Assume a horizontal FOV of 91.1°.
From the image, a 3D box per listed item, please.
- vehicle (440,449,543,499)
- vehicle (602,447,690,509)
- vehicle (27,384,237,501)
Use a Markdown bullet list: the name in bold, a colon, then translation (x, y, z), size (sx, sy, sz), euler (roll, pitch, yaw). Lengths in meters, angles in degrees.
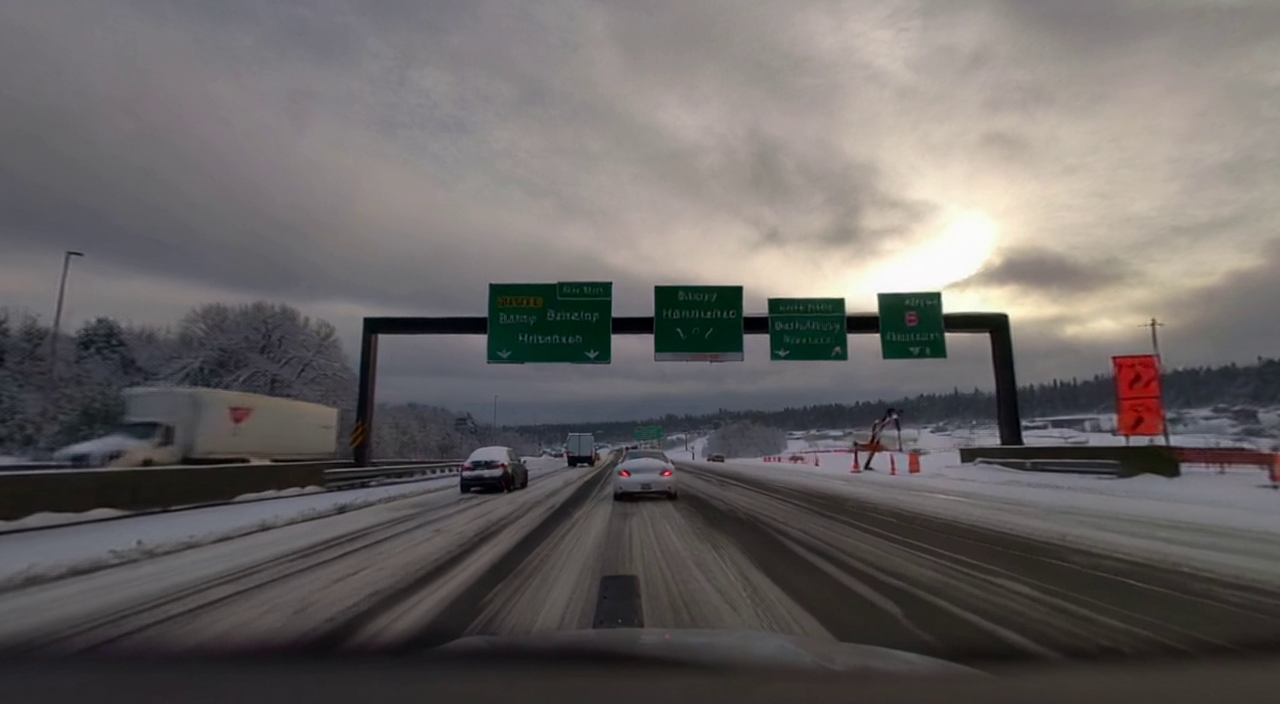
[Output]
- **vehicle**: translation (-4.634, 3.860, 20.259), size (2.063, 1.417, 4.000), euler (-1, -9, 5)
- **vehicle**: translation (0.149, 3.265, 16.753), size (2.080, 1.451, 3.512), euler (0, -9, 0)
- **vehicle**: translation (-19.179, 3.513, 24.399), size (2.979, 3.948, 5.862), euler (0, -9, 0)
